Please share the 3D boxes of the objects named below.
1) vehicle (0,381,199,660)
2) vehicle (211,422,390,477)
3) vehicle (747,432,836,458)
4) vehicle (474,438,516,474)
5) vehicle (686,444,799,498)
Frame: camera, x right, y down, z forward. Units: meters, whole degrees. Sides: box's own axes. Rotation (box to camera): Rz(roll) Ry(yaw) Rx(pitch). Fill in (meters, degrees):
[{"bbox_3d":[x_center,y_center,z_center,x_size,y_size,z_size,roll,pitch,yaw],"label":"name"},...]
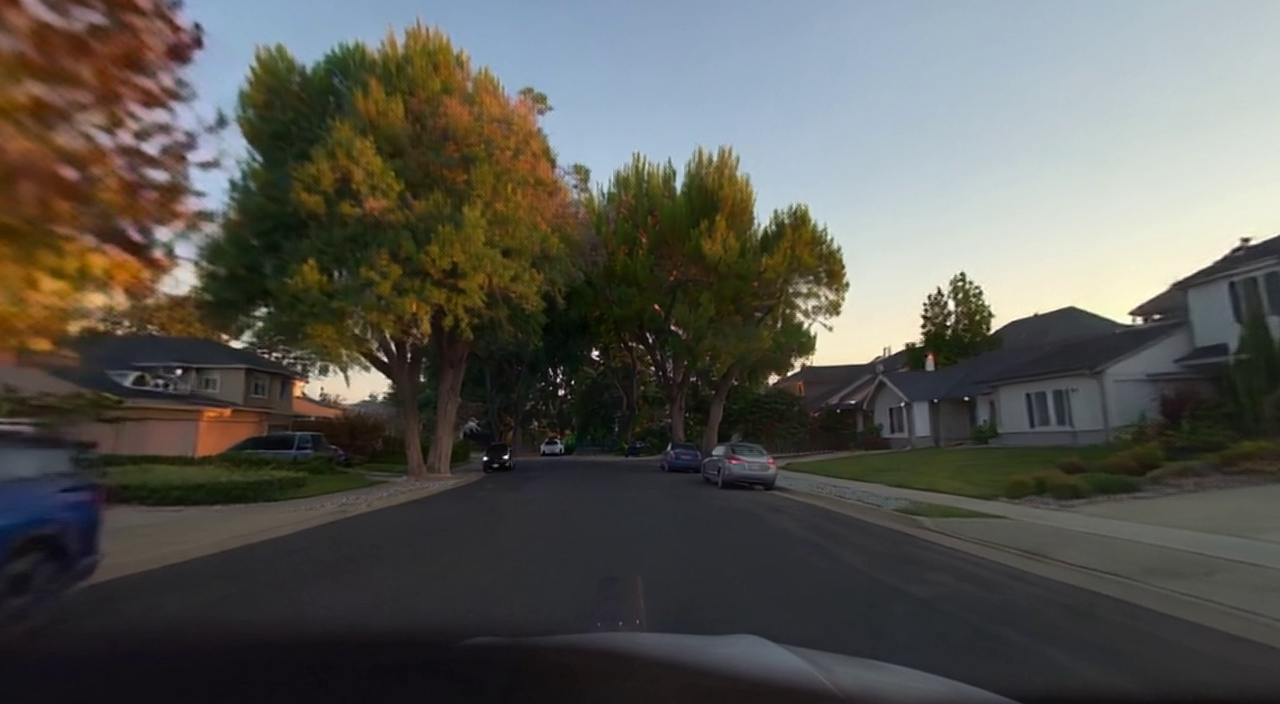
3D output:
[{"bbox_3d":[-5.375,1.046,3.735,2.215,1.859,4.765,1,-8,-3],"label":"vehicle"},{"bbox_3d":[-13.736,3.988,26.094,6.197,1.824,2.113,0,-9,-19],"label":"vehicle"},{"bbox_3d":[9.154,5.649,38.285,4.940,1.477,2.015,3,-8,-21],"label":"vehicle"},{"bbox_3d":[-8.242,5.842,35.734,1.976,1.855,4.299,3,-8,-16],"label":"vehicle"},{"bbox_3d":[3.016,3.631,19.831,1.984,1.437,4.726,0,-8,-11],"label":"vehicle"}]
